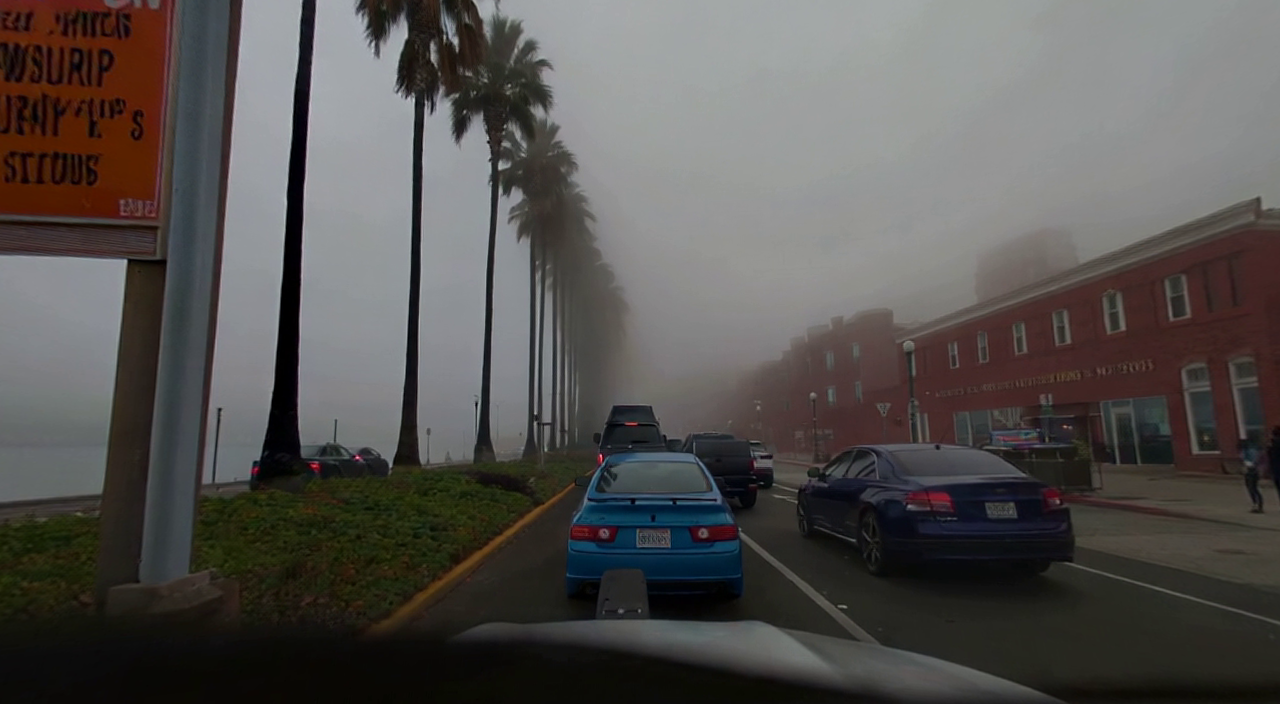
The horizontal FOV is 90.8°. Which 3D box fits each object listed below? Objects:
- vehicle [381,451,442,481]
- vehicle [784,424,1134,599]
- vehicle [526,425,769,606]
[{"bbox_3d":[-14.952,7.474,41.705,2.104,1.802,4.852,0,-9,1],"label":"vehicle"},{"bbox_3d":[3.273,1.716,7.727,1.920,1.490,4.417,0,-9,-1],"label":"vehicle"},{"bbox_3d":[0.060,1.667,7.256,2.048,1.503,3.681,0,-9,0],"label":"vehicle"}]
